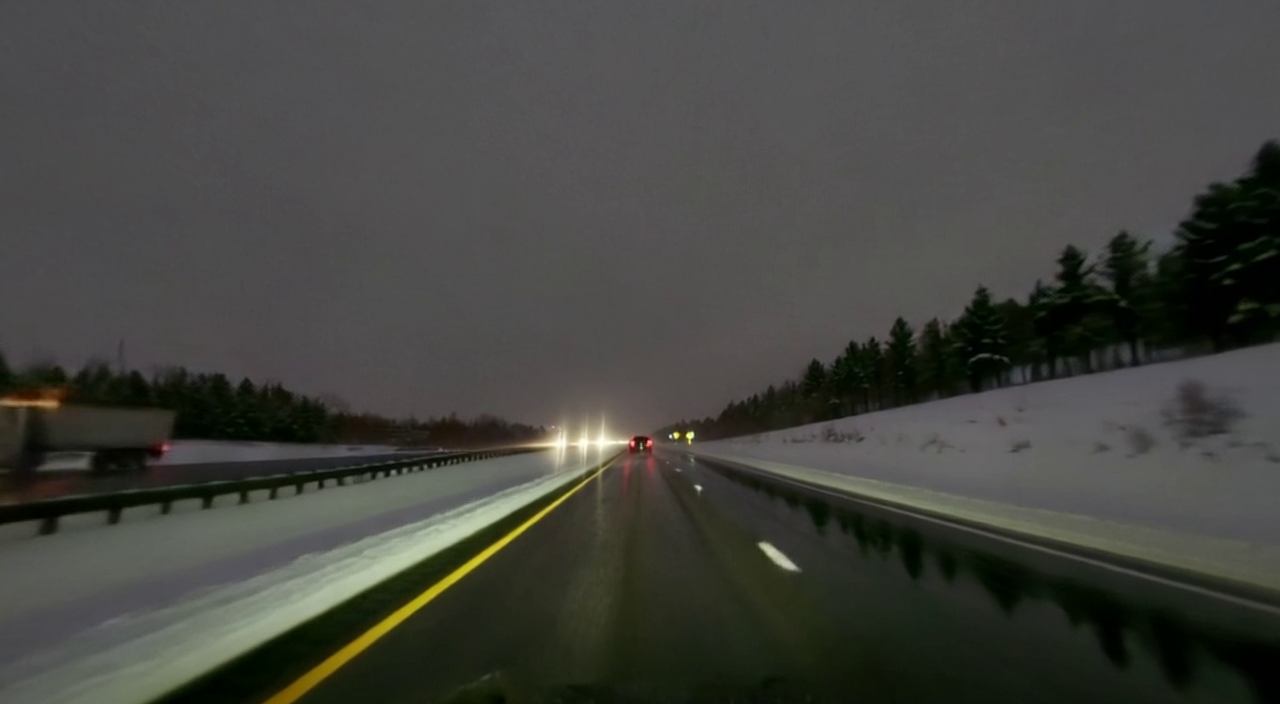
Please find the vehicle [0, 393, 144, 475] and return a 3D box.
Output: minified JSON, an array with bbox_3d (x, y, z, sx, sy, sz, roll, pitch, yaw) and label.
[{"bbox_3d":[-33.223,4.555,34.460,2.980,4.029,11.146,0,-8,1],"label":"vehicle"}]
